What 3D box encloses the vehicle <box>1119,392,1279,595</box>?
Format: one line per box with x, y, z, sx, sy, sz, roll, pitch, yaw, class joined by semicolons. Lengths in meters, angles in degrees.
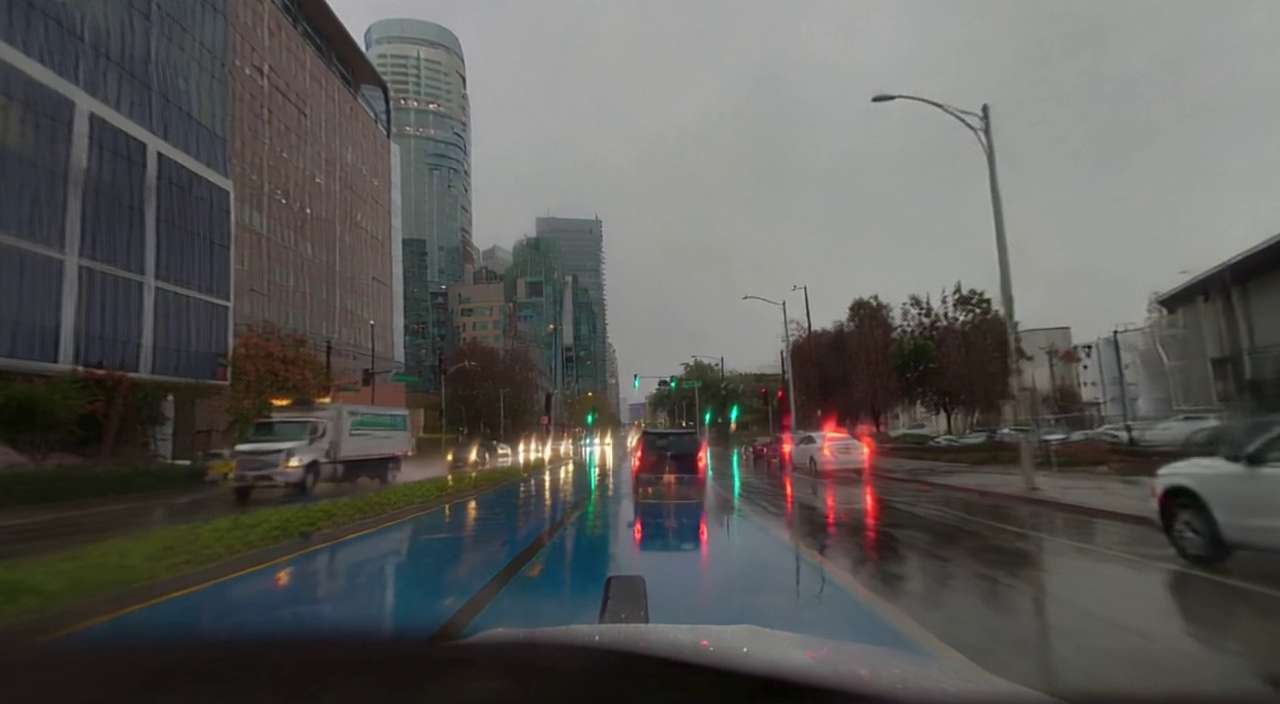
6.630;1.082;4.496;2.088;1.761;5.697;0;-9;2;vehicle

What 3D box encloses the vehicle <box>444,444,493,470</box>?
-10.908;6.676;40.423;2.019;1.547;4.315;0;-9;-2;vehicle

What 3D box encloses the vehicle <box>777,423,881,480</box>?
6.714;3.629;23.086;2.205;1.823;5.078;0;-9;0;vehicle

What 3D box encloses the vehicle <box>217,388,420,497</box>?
-13.442;4.045;28.145;3.101;3.878;10.902;0;-9;1;vehicle

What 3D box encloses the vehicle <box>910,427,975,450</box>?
23.301;6.699;48.671;3.973;1.623;2.024;-1;-9;0;vehicle

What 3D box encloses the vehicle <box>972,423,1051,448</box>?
28.566;6.475;48.588;4.655;1.852;2.161;0;-9;-1;vehicle

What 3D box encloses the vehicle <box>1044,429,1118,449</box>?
33.791;6.704;48.428;4.275;1.487;1.781;0;-9;1;vehicle

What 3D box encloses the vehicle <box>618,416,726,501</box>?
0.597;2.567;15.449;2.283;1.773;4.255;0;-9;-2;vehicle
